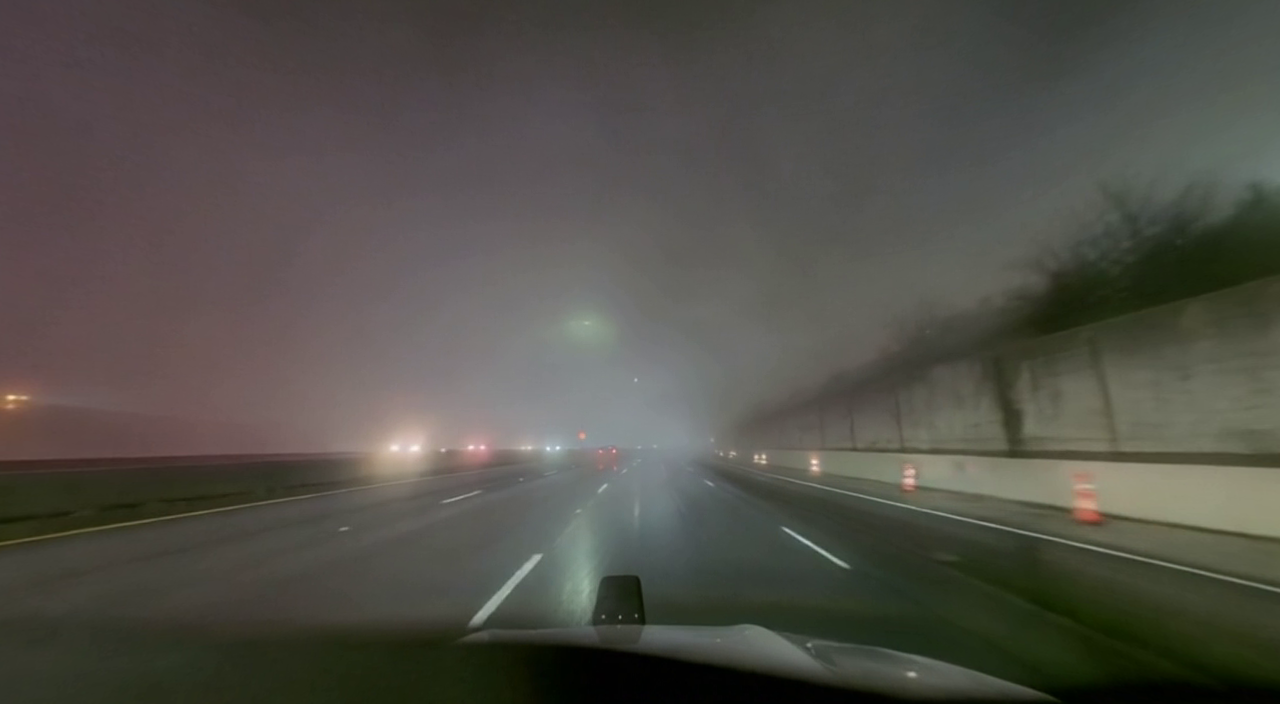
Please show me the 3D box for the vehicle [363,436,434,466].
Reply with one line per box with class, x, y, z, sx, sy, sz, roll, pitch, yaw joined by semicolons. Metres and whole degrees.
vehicle;-15.302;6.311;40.321;2.202;1.765;5.454;0;-9;2
